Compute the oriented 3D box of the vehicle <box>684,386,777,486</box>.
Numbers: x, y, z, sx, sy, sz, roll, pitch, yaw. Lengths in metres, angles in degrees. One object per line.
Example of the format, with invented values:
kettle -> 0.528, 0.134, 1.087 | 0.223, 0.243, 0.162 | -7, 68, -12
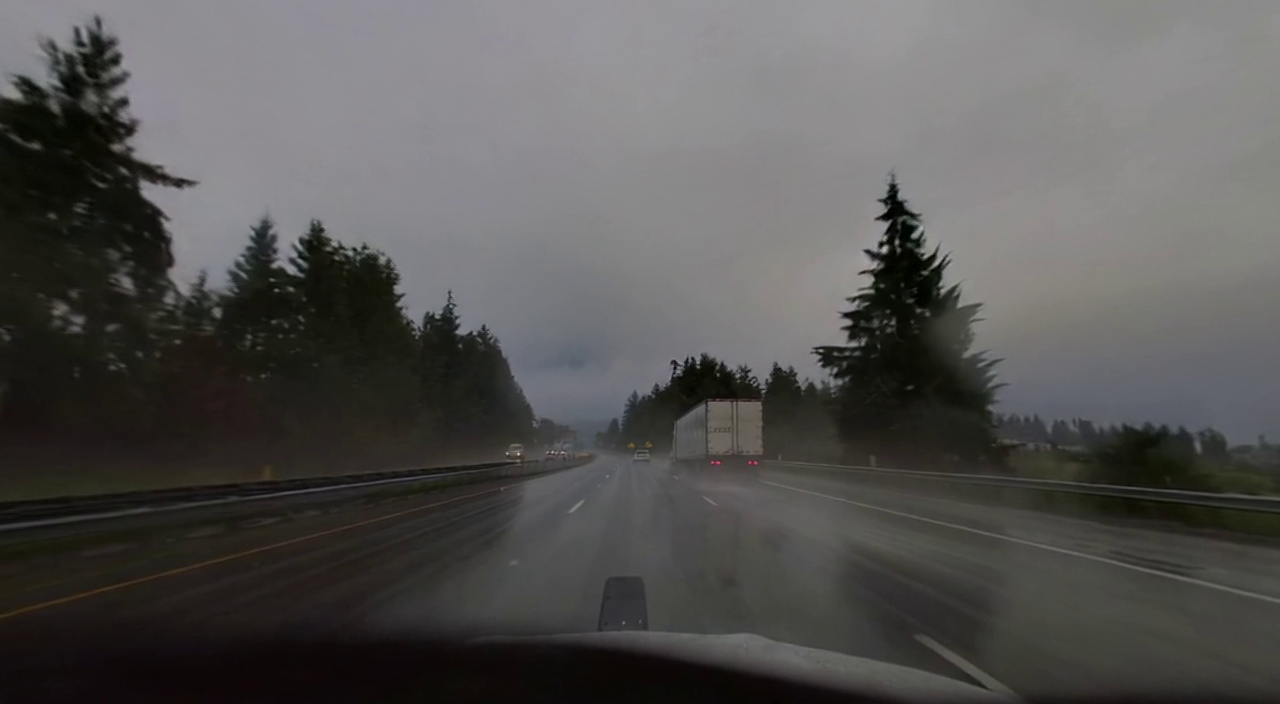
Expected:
vehicle -> 4.097, 4.257, 31.141 | 3.117, 3.971, 10.593 | 1, -9, 1
